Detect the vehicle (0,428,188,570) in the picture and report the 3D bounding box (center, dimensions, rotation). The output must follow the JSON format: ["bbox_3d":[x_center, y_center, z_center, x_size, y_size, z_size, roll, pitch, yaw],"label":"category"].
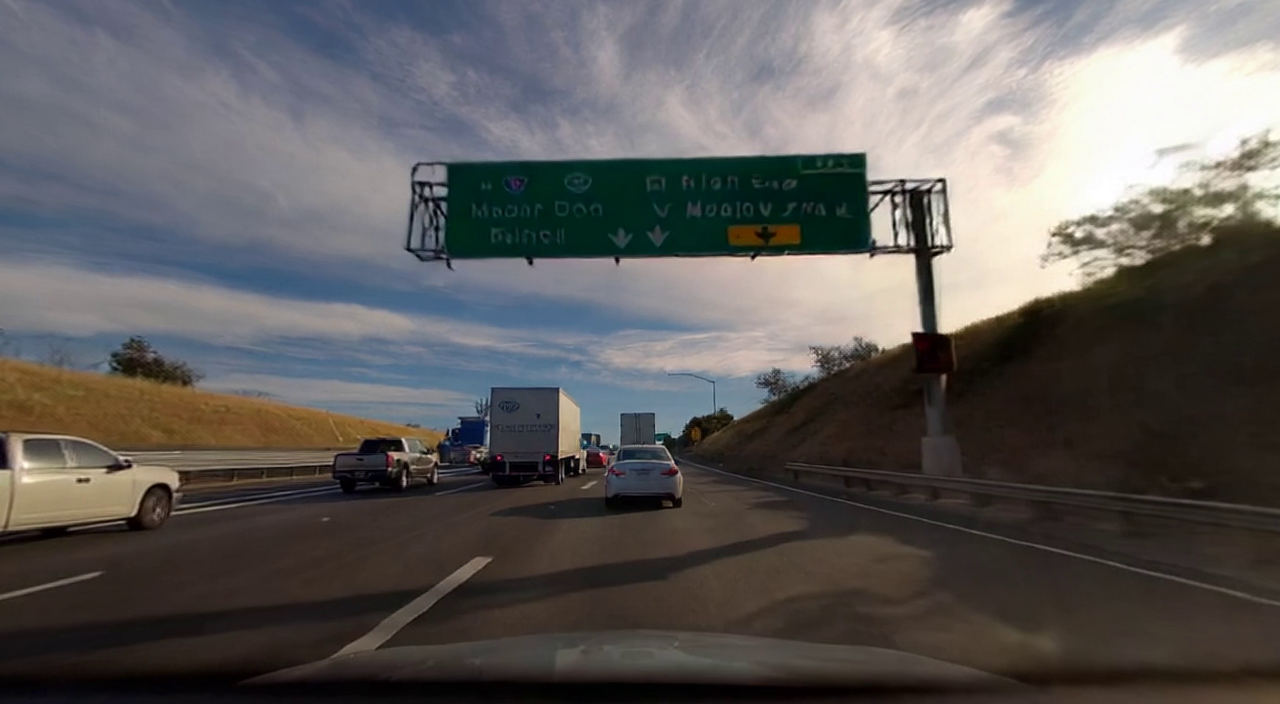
[{"bbox_3d":[-7.867,1.658,7.234,1.879,1.521,4.623,-1,-9,1],"label":"vehicle"}]

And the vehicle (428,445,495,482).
[{"bbox_3d":[-8.015,5.031,28.680,1.880,1.512,3.758,-1,-9,1],"label":"vehicle"}]

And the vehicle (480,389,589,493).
[{"bbox_3d":[-3.718,3.435,24.203,2.812,3.342,7.248,-1,-9,1],"label":"vehicle"}]

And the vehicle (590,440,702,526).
[{"bbox_3d":[0.087,2.603,12.994,1.995,1.495,3.380,0,-9,-1],"label":"vehicle"}]

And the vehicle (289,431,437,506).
[{"bbox_3d":[-7.271,3.106,17.147,1.952,1.746,4.332,-1,-9,1],"label":"vehicle"}]
